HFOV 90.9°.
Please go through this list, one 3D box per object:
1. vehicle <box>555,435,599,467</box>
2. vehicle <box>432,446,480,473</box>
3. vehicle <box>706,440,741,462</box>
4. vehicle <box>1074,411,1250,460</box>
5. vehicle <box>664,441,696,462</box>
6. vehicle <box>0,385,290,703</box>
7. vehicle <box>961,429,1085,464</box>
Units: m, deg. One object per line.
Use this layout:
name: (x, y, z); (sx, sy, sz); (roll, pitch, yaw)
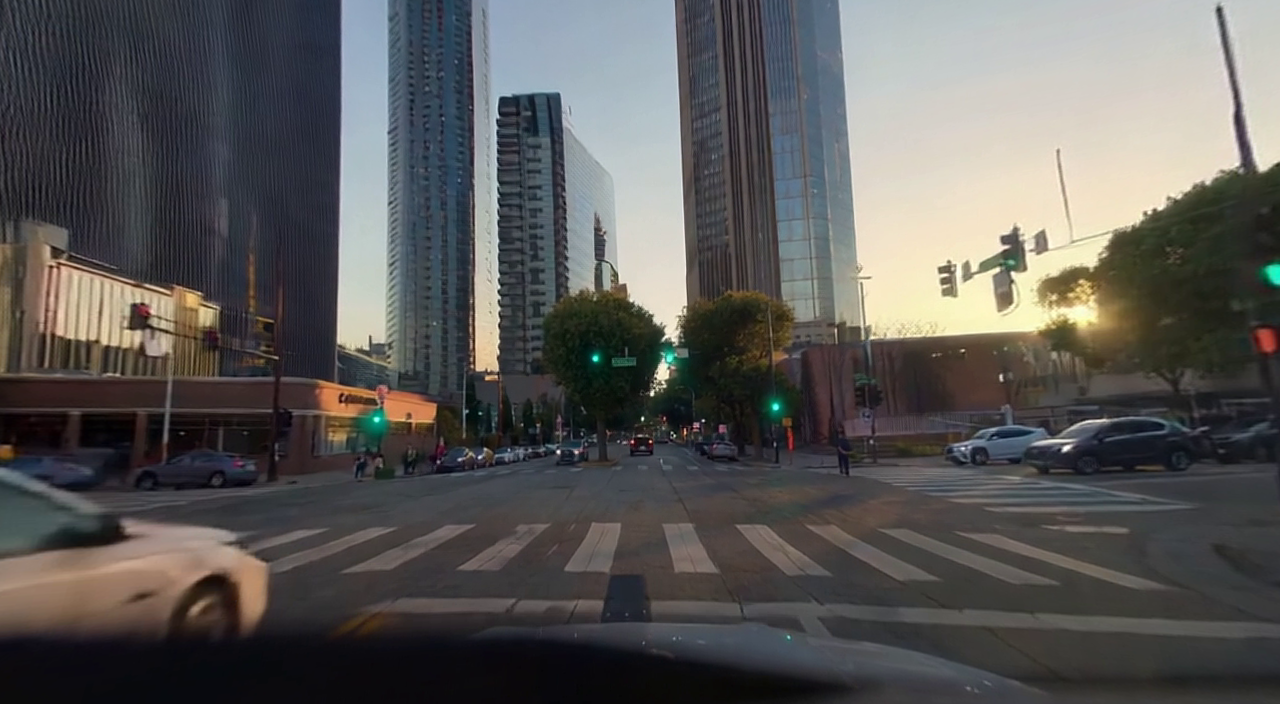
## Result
vehicle: (-3.846, 6.144, 39.246); (2.176, 1.804, 4.740); (-3, -8, 0)
vehicle: (-12.664, 7.388, 43.537); (2.118, 1.644, 4.188); (0, -8, -1)
vehicle: (5.996, 7.145, 45.683); (1.882, 1.479, 4.652); (0, -8, 0)
vehicle: (20.113, 3.243, 24.483); (4.827, 1.817, 2.190); (0, -8, 0)
vehicle: (2.719, 6.873, 43.802); (1.919, 1.371, 3.583); (0, -8, -1)
vehicle: (-3.011, 0.736, 1.111); (2.014, 1.480, 4.780); (0, -8, 1)
vehicle: (17.095, 4.244, 28.286); (4.293, 1.495, 1.935); (0, -8, -1)
